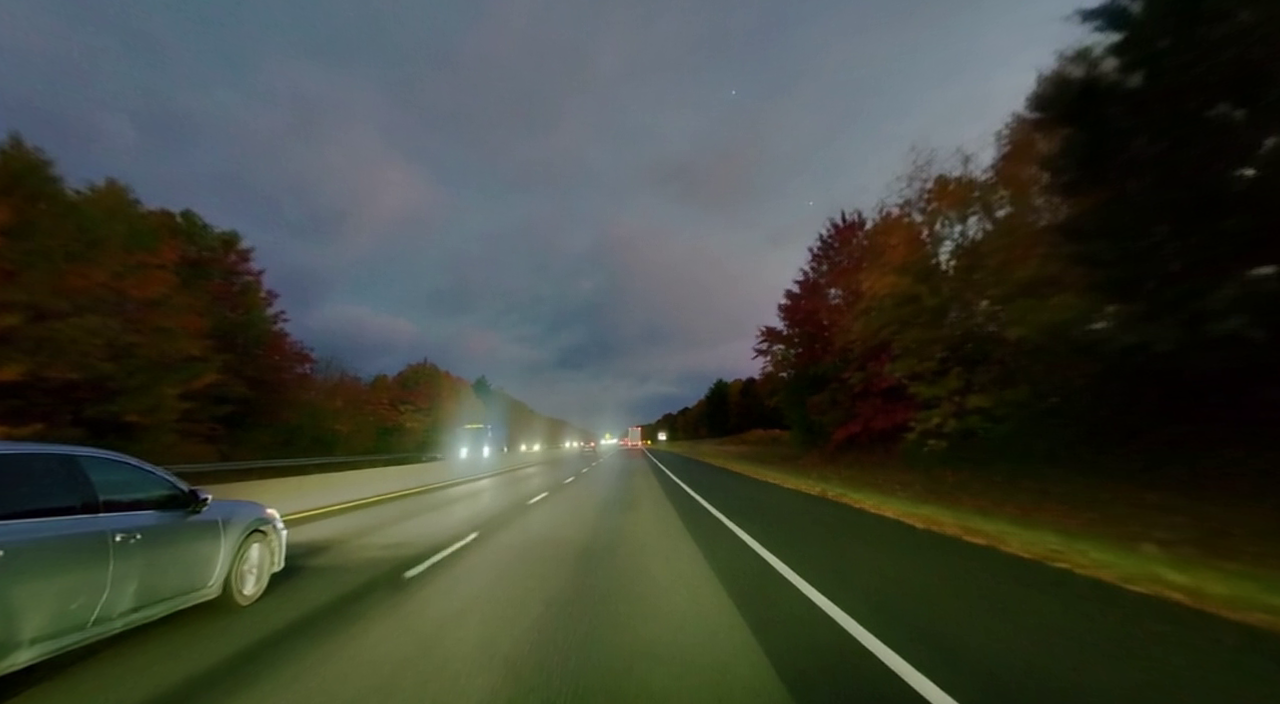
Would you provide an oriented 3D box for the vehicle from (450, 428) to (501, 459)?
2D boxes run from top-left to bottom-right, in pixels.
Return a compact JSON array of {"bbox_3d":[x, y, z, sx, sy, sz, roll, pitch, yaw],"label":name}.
[{"bbox_3d":[-12.174,6.855,47.053,2.283,2.179,5.710,0,-8,0],"label":"vehicle"}]
